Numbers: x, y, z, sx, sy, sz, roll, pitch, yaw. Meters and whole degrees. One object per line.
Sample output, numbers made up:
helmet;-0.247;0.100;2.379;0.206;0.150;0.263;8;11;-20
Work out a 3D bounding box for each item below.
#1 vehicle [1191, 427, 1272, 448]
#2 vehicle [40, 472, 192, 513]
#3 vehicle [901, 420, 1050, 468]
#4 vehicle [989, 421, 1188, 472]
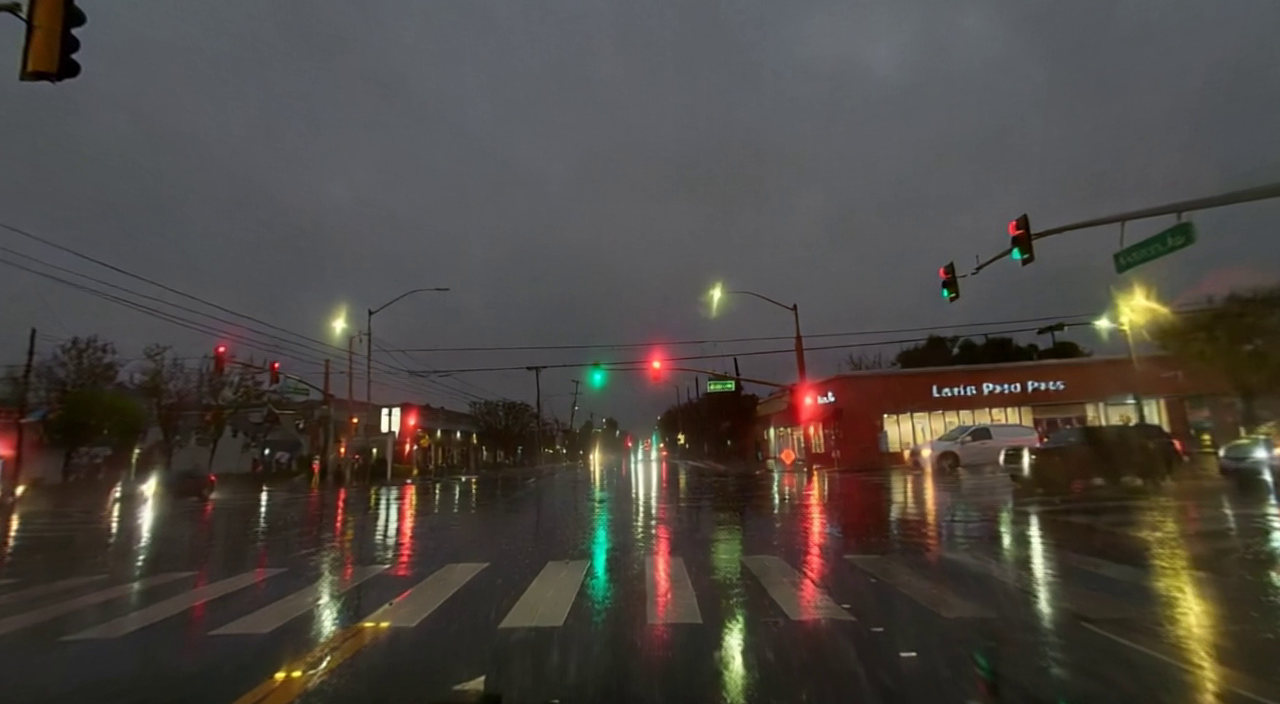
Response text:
vehicle;42.046;6.067;44.915;4.347;1.446;1.777;1;-9;-9
vehicle;-21.196;5.679;25.656;4.676;1.463;1.909;-1;-8;6
vehicle;13.023;3.652;24.946;4.916;1.730;1.986;-4;-9;21
vehicle;14.358;3.097;20.619;4.835;1.487;1.913;-4;-9;20
